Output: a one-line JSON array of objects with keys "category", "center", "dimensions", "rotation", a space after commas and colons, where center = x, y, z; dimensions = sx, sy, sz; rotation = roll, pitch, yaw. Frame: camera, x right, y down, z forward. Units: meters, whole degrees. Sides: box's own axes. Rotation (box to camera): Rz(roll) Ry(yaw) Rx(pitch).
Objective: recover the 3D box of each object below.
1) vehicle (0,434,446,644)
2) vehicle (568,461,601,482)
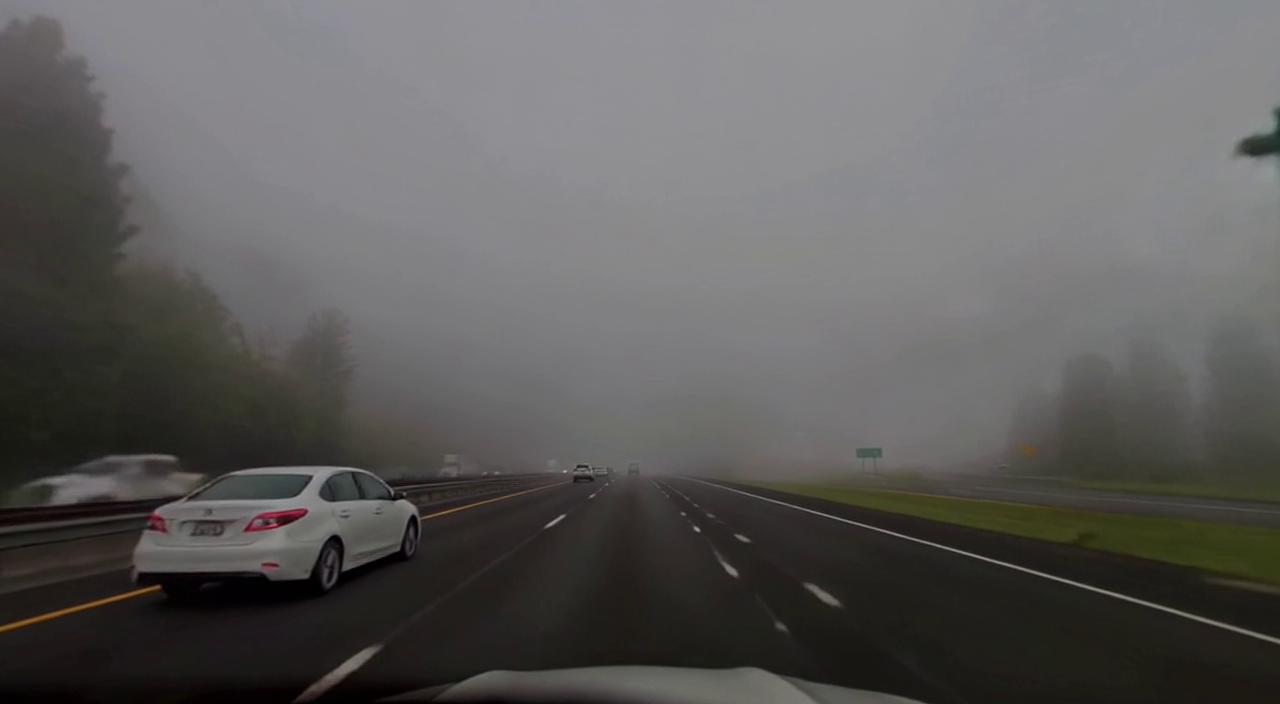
[{"category": "vehicle", "center": [-3.808, 1.734, 6.738], "dimensions": [1.998, 1.427, 4.462], "rotation": [1, -11, 0]}, {"category": "vehicle", "center": [-4.208, 9.171, 48.228], "dimensions": [2.126, 1.488, 4.186], "rotation": [1, -11, -1]}]
